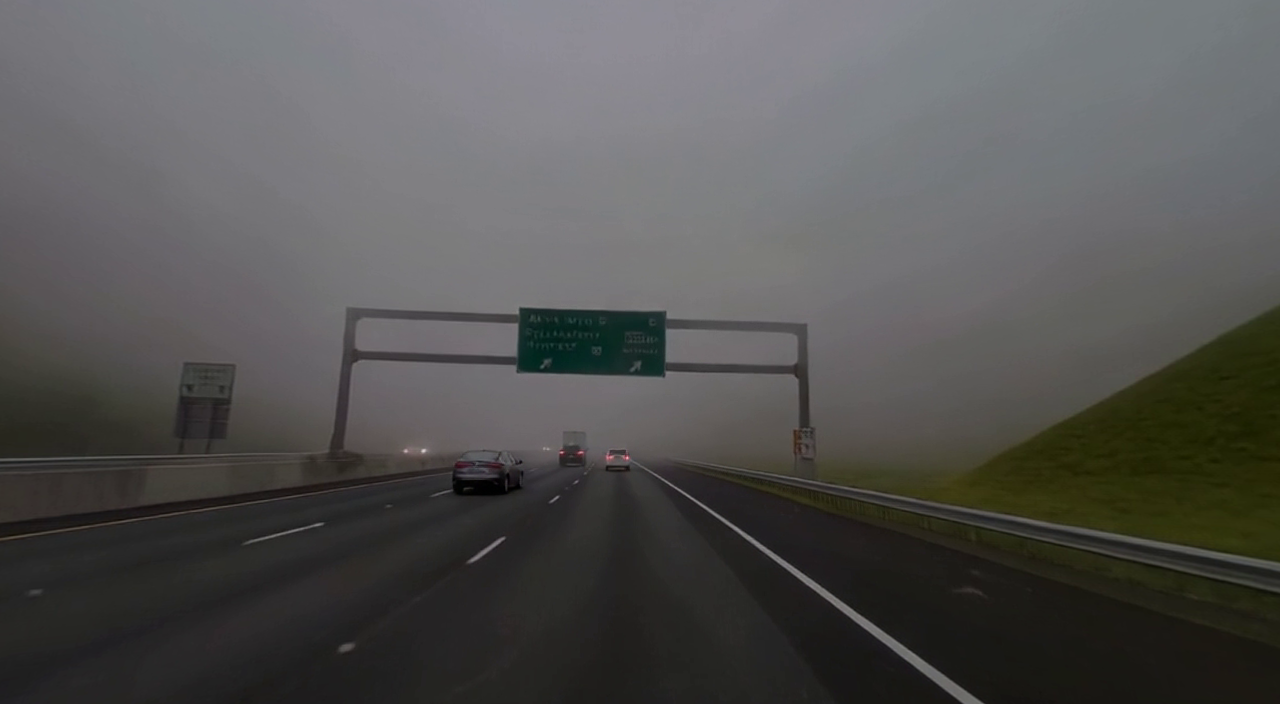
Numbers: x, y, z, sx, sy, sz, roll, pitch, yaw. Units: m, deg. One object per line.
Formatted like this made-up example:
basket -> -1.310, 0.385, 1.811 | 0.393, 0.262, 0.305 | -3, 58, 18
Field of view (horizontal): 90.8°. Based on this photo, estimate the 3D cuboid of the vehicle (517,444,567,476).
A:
vehicle -> -5.222, 5.814, 34.183 | 2.118, 1.624, 4.032 | 0, -9, -1

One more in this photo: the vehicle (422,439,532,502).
vehicle -> -4.650, 3.440, 18.720 | 2.208, 1.619, 4.162 | 0, -9, -1

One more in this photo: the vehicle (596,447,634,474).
vehicle -> -1.452, 6.093, 35.647 | 1.988, 1.440, 4.201 | 0, -9, -3
